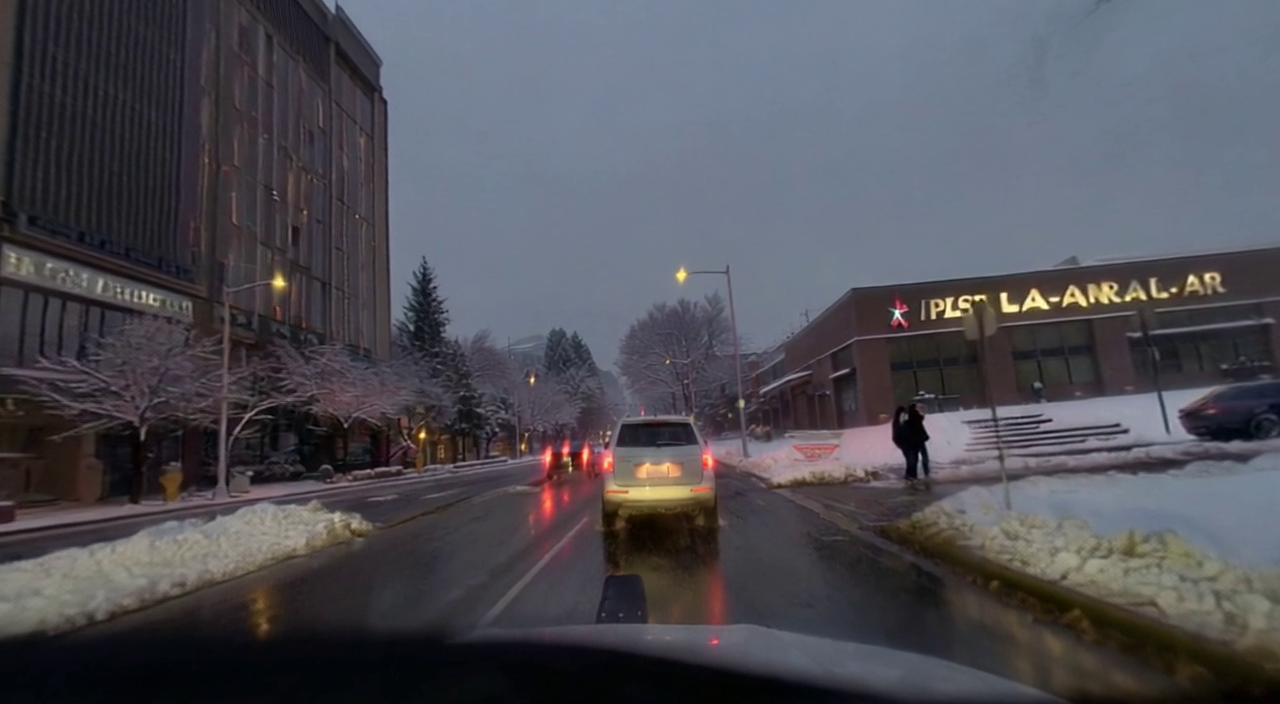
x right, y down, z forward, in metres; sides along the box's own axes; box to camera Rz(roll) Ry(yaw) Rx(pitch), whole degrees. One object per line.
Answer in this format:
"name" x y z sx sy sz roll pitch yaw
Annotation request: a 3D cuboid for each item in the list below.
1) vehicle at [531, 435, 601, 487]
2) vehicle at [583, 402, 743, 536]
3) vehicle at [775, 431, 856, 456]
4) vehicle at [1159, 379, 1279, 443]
"vehicle" -2.638 3.997 23.453 2.023 1.702 4.152 -1 -8 1
"vehicle" 0.354 2.092 11.840 2.352 1.953 4.796 0 -8 0
"vehicle" 10.770 5.649 39.038 4.426 1.490 1.862 -1 -8 3
"vehicle" 16.902 1.588 16.705 4.474 1.583 1.970 -1 -8 2
